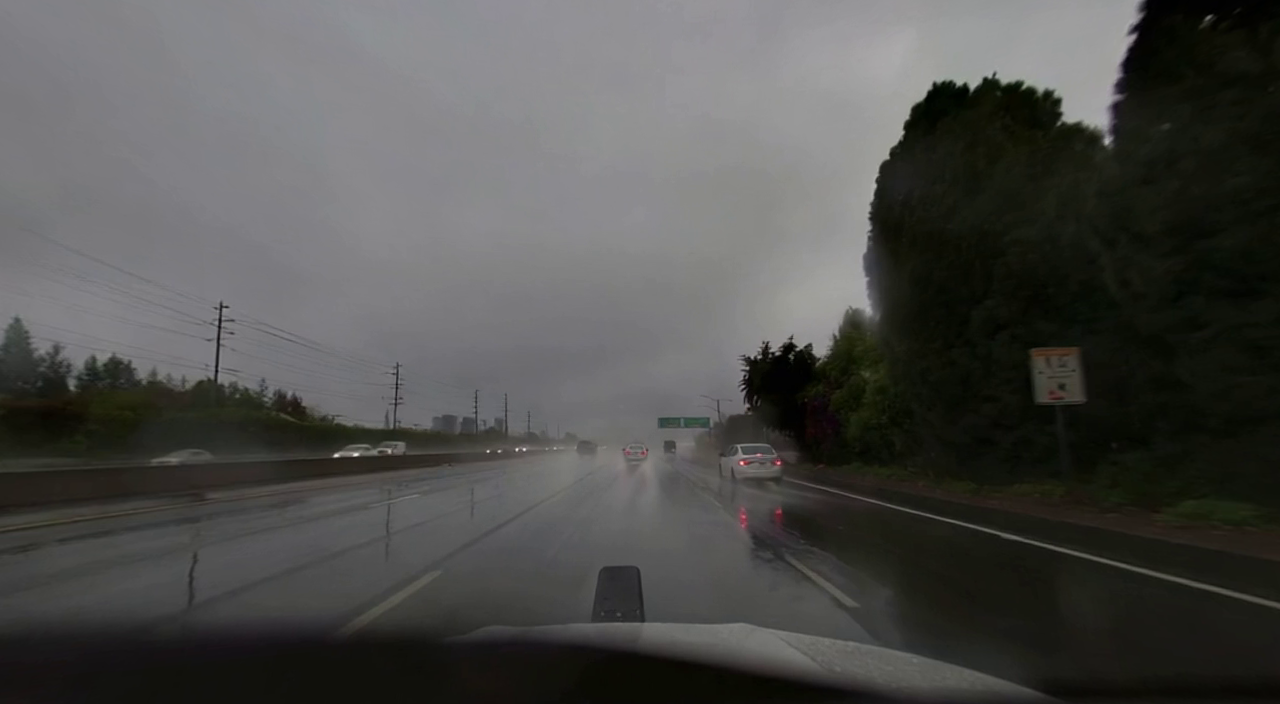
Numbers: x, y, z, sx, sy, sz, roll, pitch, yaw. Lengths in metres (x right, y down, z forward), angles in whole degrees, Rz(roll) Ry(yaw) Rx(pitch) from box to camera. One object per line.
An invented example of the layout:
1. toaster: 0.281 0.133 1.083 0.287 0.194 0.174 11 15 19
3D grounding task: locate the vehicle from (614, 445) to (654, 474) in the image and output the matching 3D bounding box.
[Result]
1. vehicle: -0.345 5.840 34.481 2.019 1.472 3.971 0 -8 -1

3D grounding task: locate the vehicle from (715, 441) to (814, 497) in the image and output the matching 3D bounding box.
1. vehicle: 3.681 3.536 19.528 1.995 1.533 4.463 0 -8 -2

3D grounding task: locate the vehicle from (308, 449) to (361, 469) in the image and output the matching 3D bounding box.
1. vehicle: -23.766 8.327 49.105 1.853 1.476 4.522 0 -8 0
